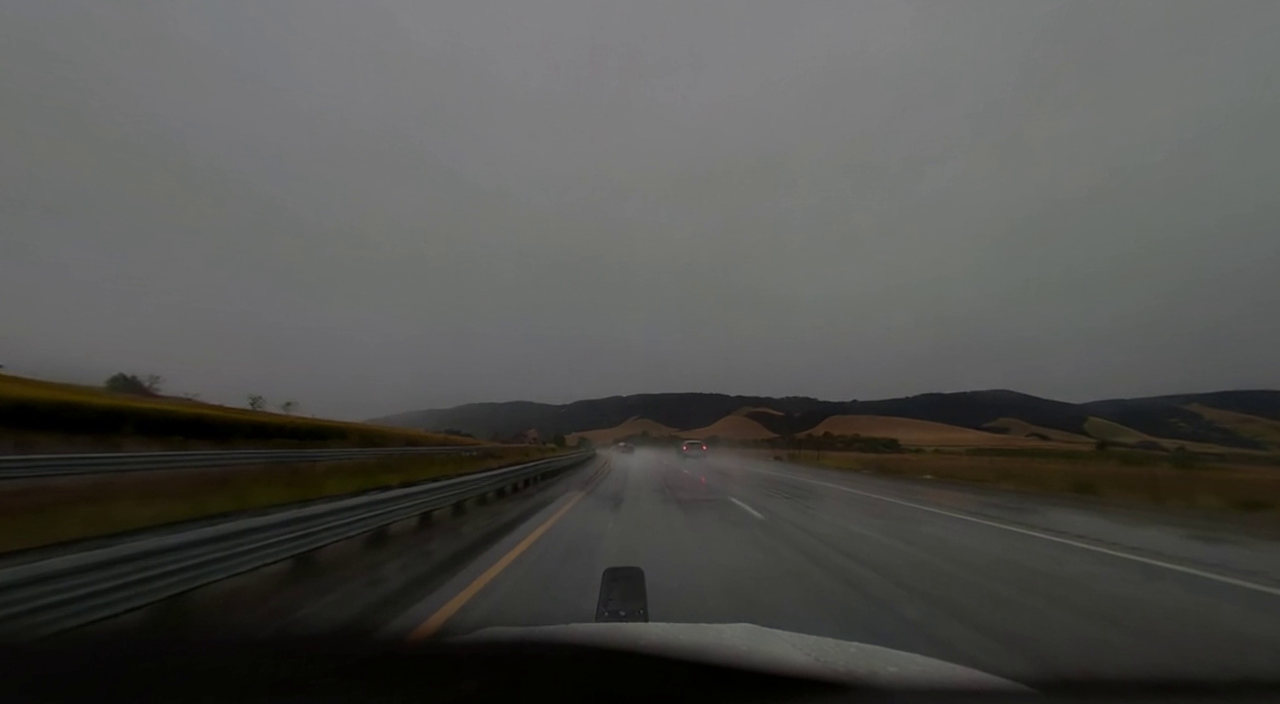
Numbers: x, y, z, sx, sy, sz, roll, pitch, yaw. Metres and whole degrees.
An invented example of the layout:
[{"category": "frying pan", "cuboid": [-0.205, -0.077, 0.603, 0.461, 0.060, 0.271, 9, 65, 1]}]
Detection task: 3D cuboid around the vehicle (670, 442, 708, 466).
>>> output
[{"category": "vehicle", "cuboid": [3.229, 6.834, 42.489, 1.960, 1.516, 4.657, 0, -8, -3]}]
